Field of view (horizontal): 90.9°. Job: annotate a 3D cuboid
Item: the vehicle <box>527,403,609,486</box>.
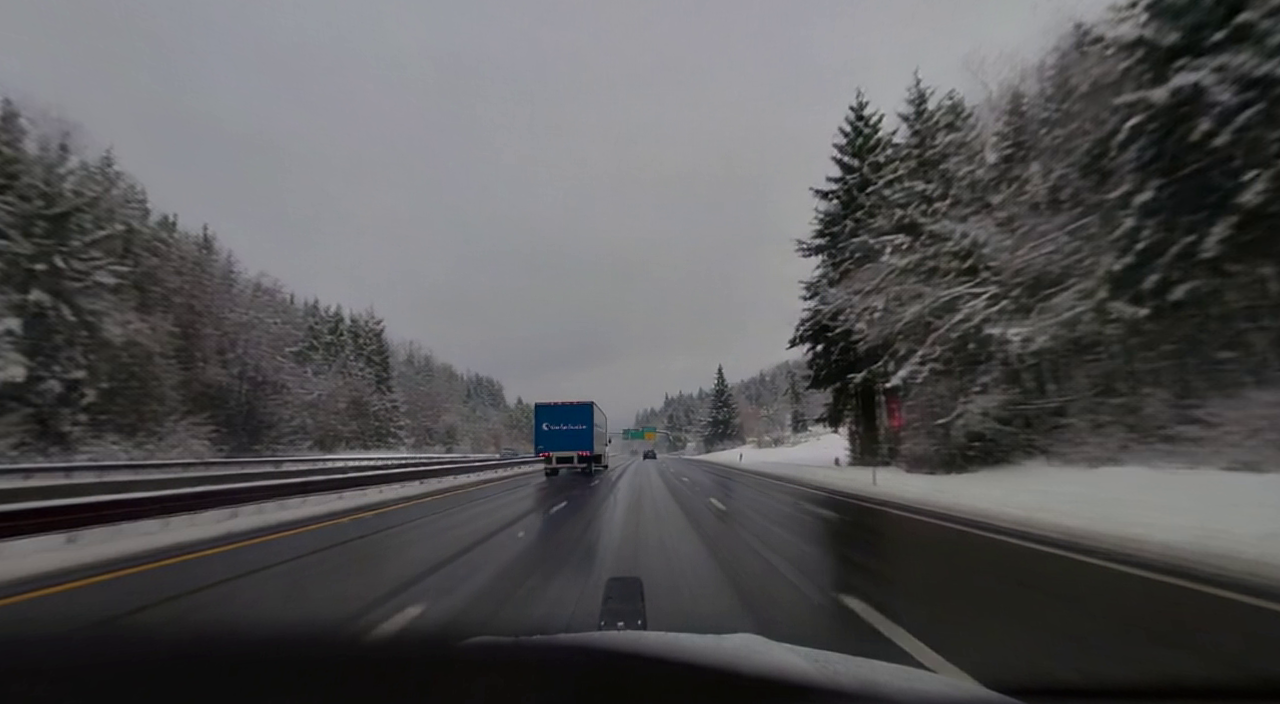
[{"bbox_3d":[-2.920,4.063,27.588,2.695,3.151,6.885,0,-9,0],"label":"vehicle"}]
